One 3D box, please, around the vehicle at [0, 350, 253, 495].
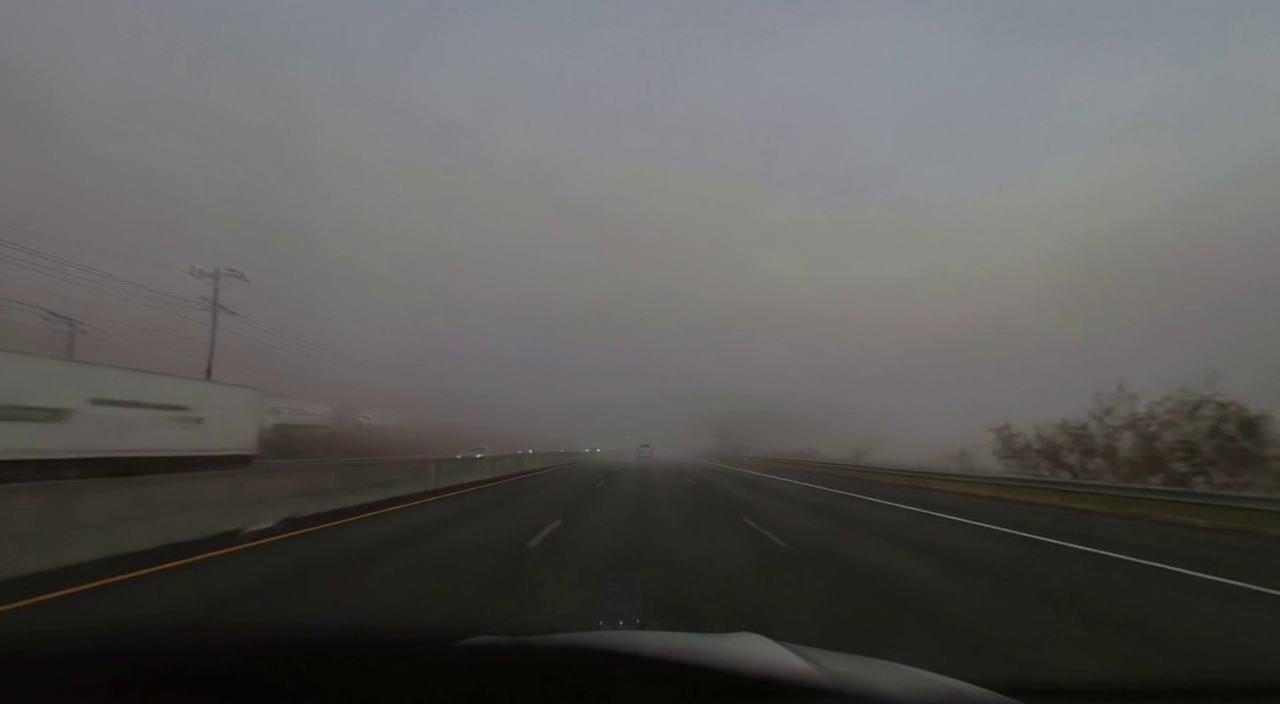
[{"bbox_3d":[-19.354,2.551,21.355,2.923,3.998,15.120,0,-9,0],"label":"vehicle"}]
